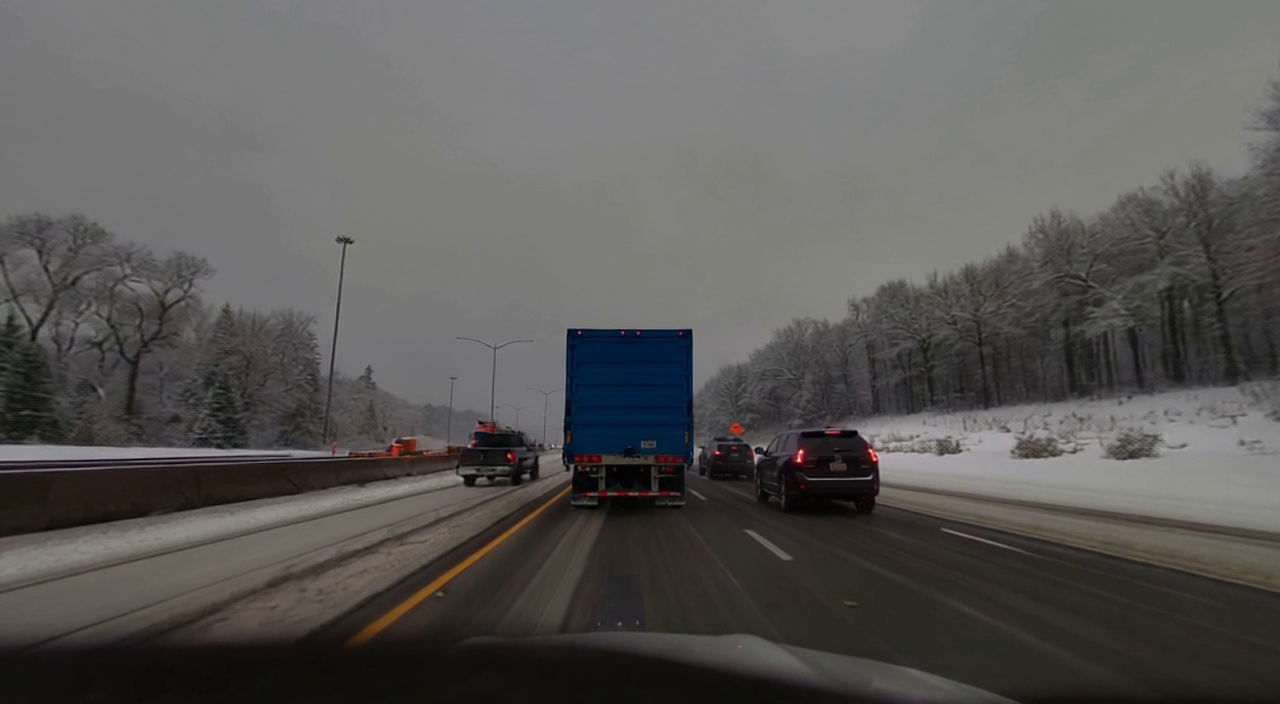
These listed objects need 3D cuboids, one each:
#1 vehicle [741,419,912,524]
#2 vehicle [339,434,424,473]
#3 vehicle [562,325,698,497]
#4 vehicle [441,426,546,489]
[{"bbox_3d":[3.439,2.303,12.603,2.103,1.713,4.173,1,-9,0],"label":"vehicle"},{"bbox_3d":[-13.101,5.163,32.305,2.054,1.708,4.663,2,-8,4],"label":"vehicle"},{"bbox_3d":[-0.240,2.078,19.587,3.067,3.940,10.154,0,-9,0],"label":"vehicle"},{"bbox_3d":[-4.413,3.284,19.820,2.095,1.736,4.529,0,-9,2],"label":"vehicle"}]
